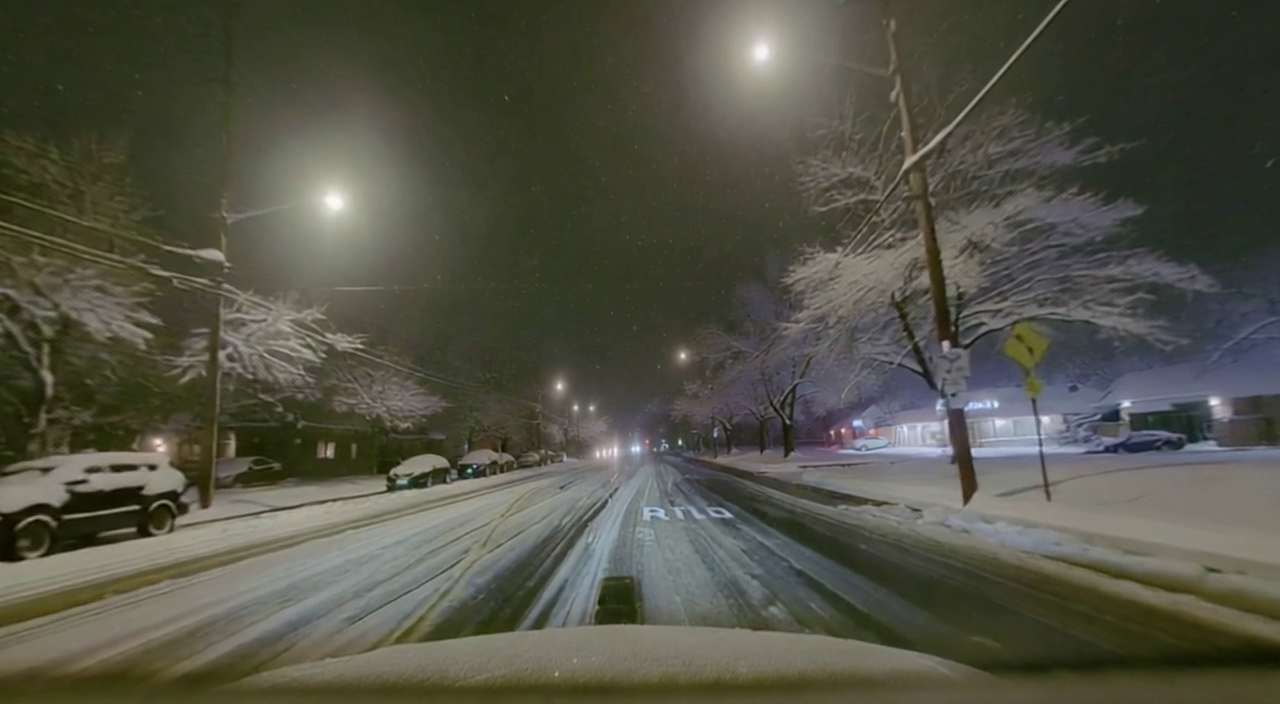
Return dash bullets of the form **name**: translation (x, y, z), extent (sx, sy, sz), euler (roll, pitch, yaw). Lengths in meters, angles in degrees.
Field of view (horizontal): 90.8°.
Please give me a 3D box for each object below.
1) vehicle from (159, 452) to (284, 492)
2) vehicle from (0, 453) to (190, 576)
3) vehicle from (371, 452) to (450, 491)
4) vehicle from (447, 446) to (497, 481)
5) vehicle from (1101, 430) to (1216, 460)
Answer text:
- **vehicle**: translation (-21.235, 6.068, 32.337), extent (2.079, 1.877, 4.862), euler (-4, -10, 21)
- **vehicle**: translation (-11.023, 2.816, 11.383), extent (2.135, 1.802, 4.910), euler (-2, -8, 1)
- **vehicle**: translation (-11.026, 5.754, 30.743), extent (1.950, 1.720, 4.868), euler (-1, -9, 1)
- **vehicle**: translation (-10.888, 7.225, 41.241), extent (2.015, 1.884, 4.488), euler (-6, -9, -2)
- **vehicle**: translation (30.935, 5.609, 37.889), extent (1.960, 1.670, 4.863), euler (4, -10, -25)
